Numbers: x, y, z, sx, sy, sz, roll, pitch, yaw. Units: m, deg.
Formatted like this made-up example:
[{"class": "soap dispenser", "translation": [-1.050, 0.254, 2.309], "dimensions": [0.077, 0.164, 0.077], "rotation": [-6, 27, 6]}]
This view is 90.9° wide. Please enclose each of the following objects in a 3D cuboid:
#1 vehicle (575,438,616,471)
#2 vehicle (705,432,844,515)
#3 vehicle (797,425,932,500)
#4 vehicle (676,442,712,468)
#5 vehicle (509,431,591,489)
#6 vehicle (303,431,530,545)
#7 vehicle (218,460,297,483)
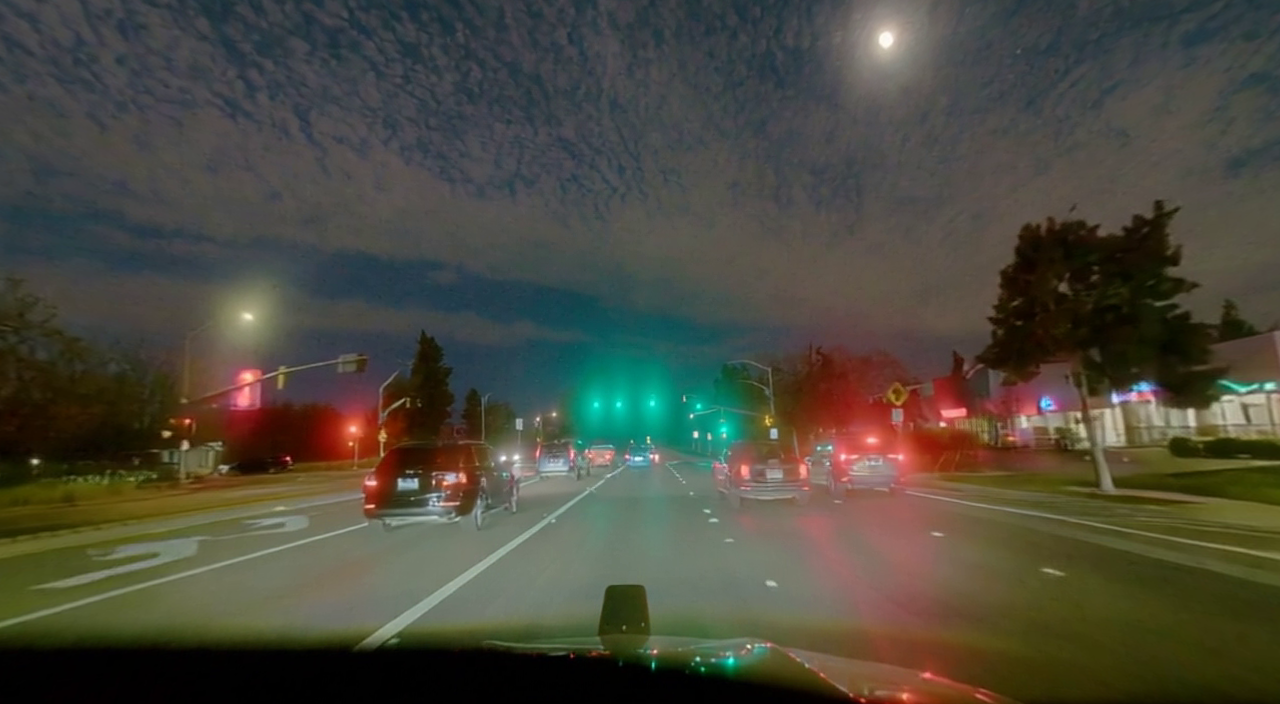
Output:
[{"class": "vehicle", "translation": [-2.676, 6.283, 38.863], "dimensions": [2.140, 1.868, 4.675], "rotation": [0, -9, 1]}, {"class": "vehicle", "translation": [2.708, 2.566, 13.787], "dimensions": [2.004, 1.512, 4.206], "rotation": [0, -9, -1]}, {"class": "vehicle", "translation": [5.875, 2.954, 17.186], "dimensions": [1.979, 1.738, 4.418], "rotation": [0, -9, -1]}, {"class": "vehicle", "translation": [3.494, 6.781, 41.603], "dimensions": [2.030, 1.628, 4.080], "rotation": [0, -9, 0]}, {"class": "vehicle", "translation": [-3.075, 3.811, 22.599], "dimensions": [2.187, 1.825, 4.621], "rotation": [0, -9, 1]}, {"class": "vehicle", "translation": [-3.402, 2.172, 10.788], "dimensions": [2.087, 1.494, 4.626], "rotation": [-1, -9, 1]}, {"class": "vehicle", "translation": [-30.153, 9.425, 49.810], "dimensions": [5.026, 1.630, 1.832], "rotation": [3, -9, -23]}]
